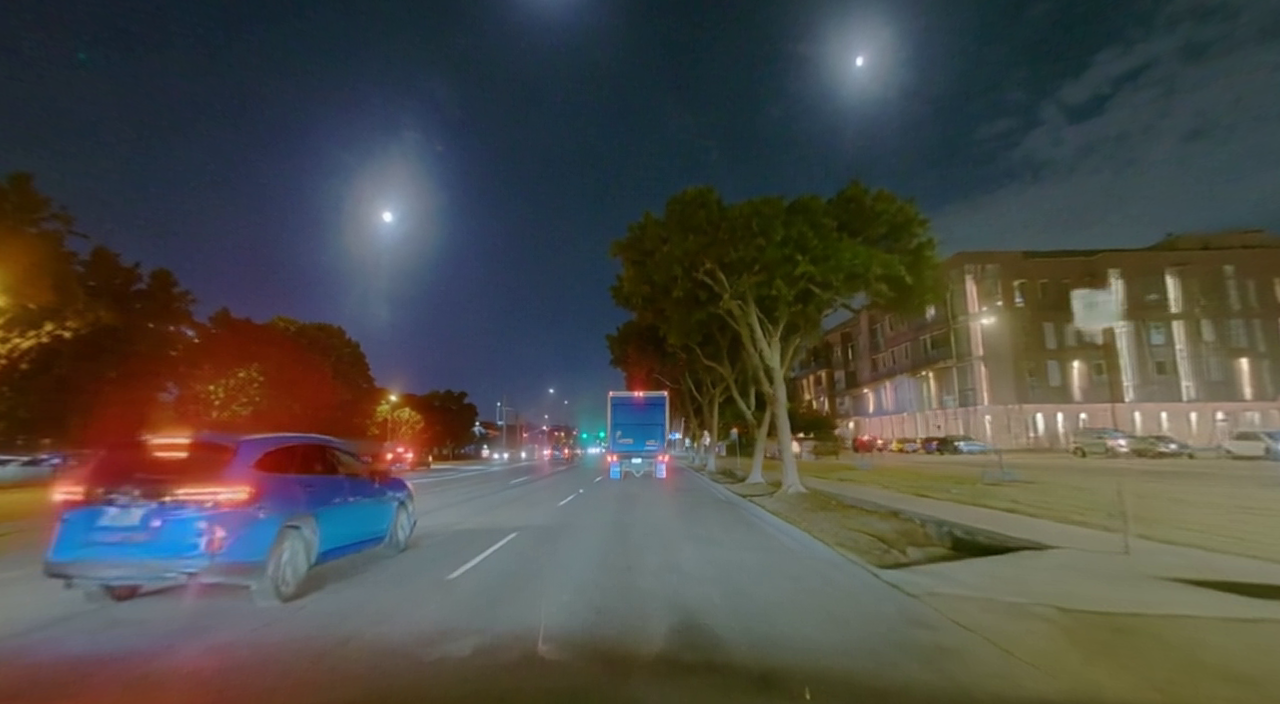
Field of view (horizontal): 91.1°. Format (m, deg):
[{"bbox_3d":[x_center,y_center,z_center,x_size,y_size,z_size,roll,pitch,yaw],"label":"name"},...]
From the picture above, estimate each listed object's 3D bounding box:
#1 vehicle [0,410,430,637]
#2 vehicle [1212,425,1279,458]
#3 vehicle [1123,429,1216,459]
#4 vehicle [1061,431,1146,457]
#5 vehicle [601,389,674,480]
[{"bbox_3d":[-4.057,1.548,6.716,2.078,1.597,4.355,0,-9,0],"label":"vehicle"},{"bbox_3d":[27.540,3.929,27.493,3.405,1.395,1.600,1,-9,-4],"label":"vehicle"},{"bbox_3d":[27.423,4.775,32.540,3.341,1.387,1.619,-1,-8,-3],"label":"vehicle"},{"bbox_3d":[25.859,5.145,35.098,3.503,1.419,1.646,1,-9,-4],"label":"vehicle"},{"bbox_3d":[-0.006,3.980,29.713,2.905,3.644,8.807,0,-9,1],"label":"vehicle"}]
